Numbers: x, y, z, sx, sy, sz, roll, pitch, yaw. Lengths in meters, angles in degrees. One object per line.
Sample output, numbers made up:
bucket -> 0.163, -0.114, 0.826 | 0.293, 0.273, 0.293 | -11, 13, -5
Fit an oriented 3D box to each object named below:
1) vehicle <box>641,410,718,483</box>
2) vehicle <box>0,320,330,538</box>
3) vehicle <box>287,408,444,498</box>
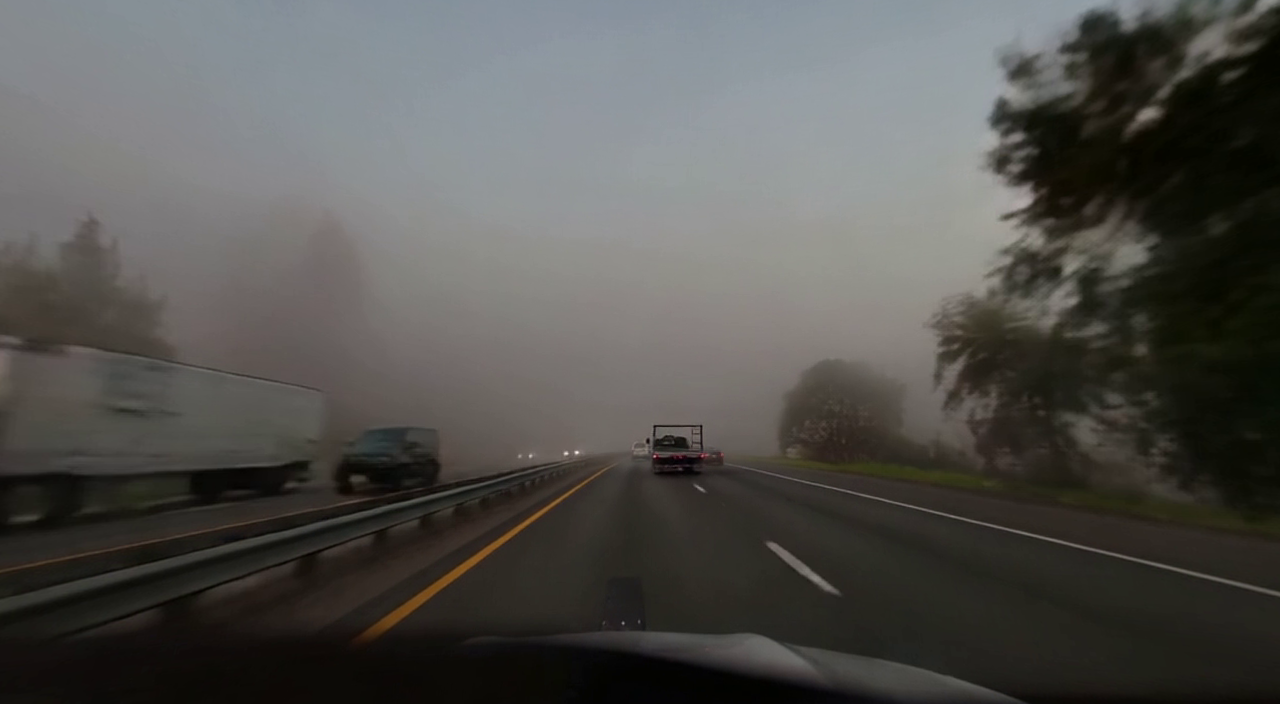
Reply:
vehicle -> 1.369, 3.652, 24.377 | 2.423, 2.517, 5.055 | 0, -9, -3
vehicle -> -13.504, 2.289, 17.365 | 2.871, 4.062, 13.910 | 0, -9, 0
vehicle -> -9.144, 3.481, 22.010 | 2.357, 2.623, 6.876 | 0, -9, 0
